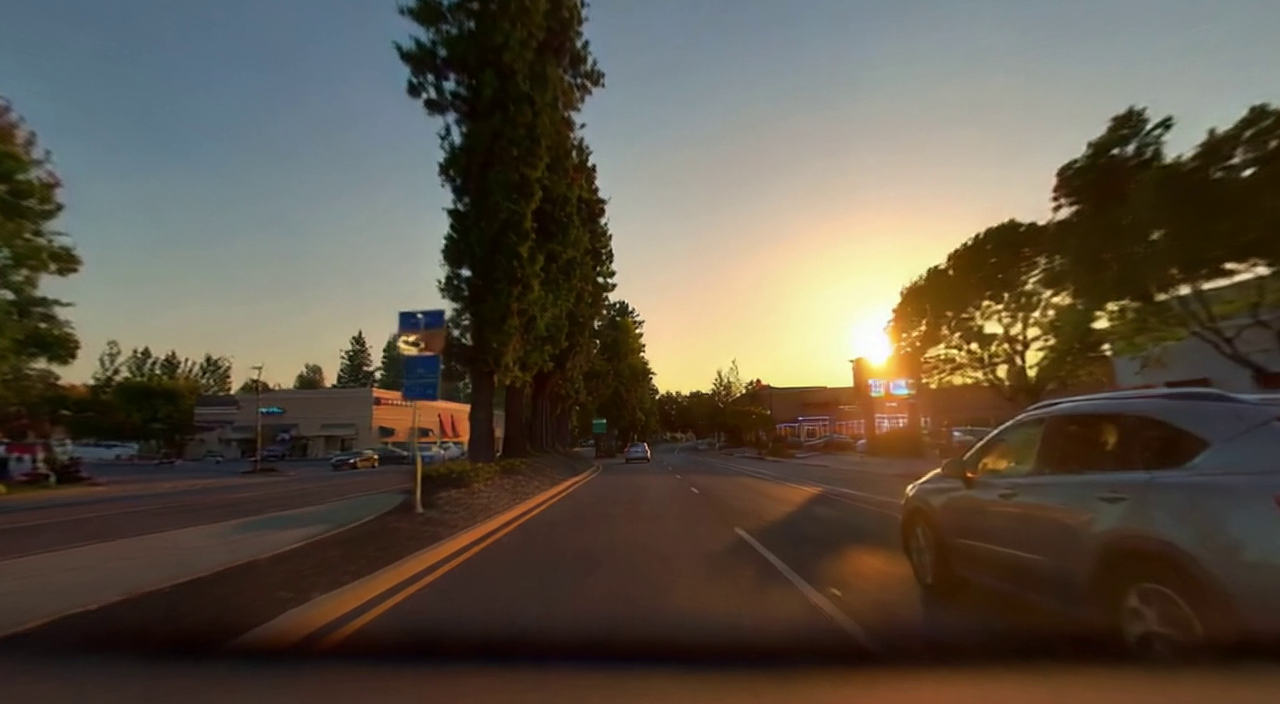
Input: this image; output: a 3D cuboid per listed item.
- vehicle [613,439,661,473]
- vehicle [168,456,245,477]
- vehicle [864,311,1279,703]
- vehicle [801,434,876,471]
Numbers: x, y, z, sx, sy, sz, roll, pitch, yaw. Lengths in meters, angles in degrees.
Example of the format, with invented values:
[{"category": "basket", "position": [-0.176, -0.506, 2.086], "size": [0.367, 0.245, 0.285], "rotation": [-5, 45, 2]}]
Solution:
[{"category": "vehicle", "position": [-0.168, 4.898, 29.971], "size": [2.126, 1.475, 3.967], "rotation": [0, -8, -1]}, {"category": "vehicle", "position": [-33.230, 8.746, 48.485], "size": [4.741, 1.442, 1.957], "rotation": [6, -10, -36]}, {"category": "vehicle", "position": [3.206, 0.937, 3.672], "size": [2.110, 1.698, 4.397], "rotation": [0, -8, -1]}, {"category": "vehicle", "position": [10.066, 5.128, 32.466], "size": [2.079, 1.716, 4.771], "rotation": [0, -8, -2]}]
